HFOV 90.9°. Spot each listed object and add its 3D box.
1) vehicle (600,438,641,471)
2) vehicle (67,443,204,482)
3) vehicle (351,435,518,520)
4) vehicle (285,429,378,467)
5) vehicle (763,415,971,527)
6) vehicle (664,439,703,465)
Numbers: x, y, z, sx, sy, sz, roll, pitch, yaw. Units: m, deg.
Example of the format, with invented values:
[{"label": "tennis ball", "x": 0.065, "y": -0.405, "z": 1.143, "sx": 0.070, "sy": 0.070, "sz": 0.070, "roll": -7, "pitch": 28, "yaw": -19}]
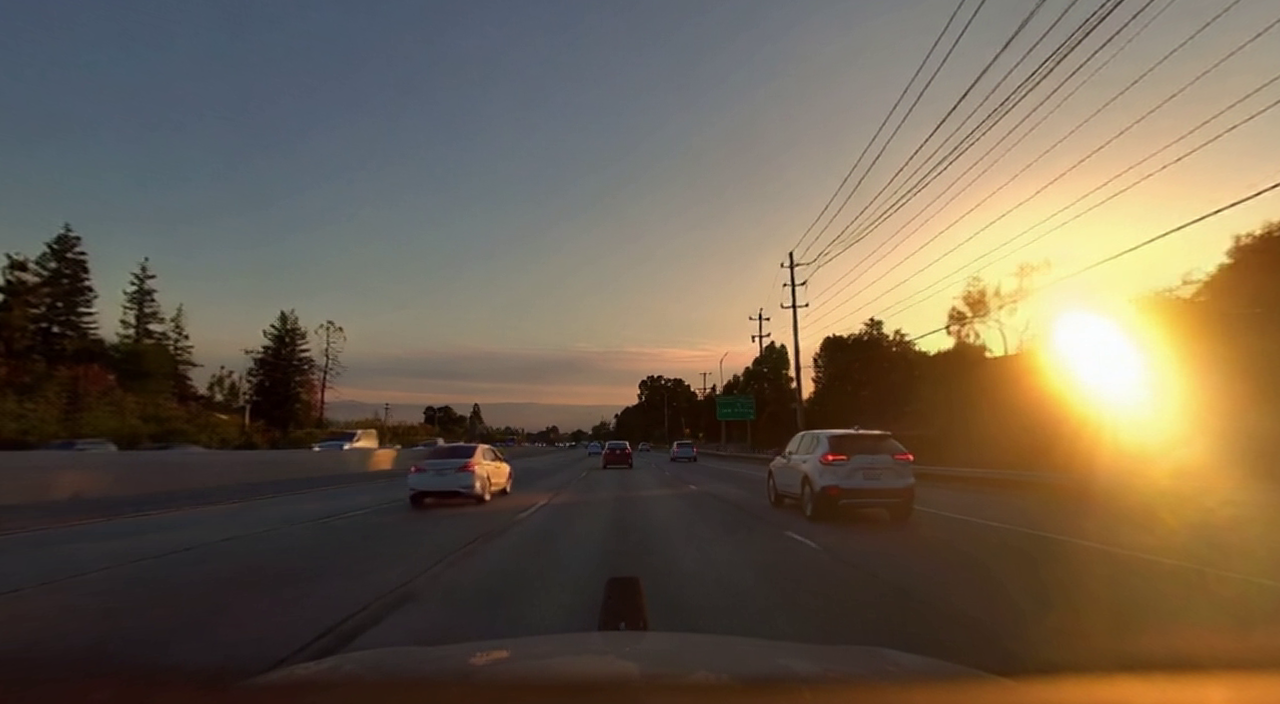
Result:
[{"label": "vehicle", "x": -1.132, "y": 5.844, "z": 36.241, "sx": 2.192, "sy": 1.769, "sz": 4.287, "roll": 0, "pitch": -8, "yaw": -2}, {"label": "vehicle", "x": -20.532, "y": 4.497, "z": 25.990, "sx": 1.914, "sy": 1.447, "sz": 4.553, "roll": 0, "pitch": -8, "yaw": -1}, {"label": "vehicle", "x": -4.386, "y": 2.762, "z": 14.559, "sx": 2.091, "sy": 1.562, "sz": 5.220, "roll": 0, "pitch": -8, "yaw": 0}, {"label": "vehicle", "x": -16.945, "y": 5.328, "z": 35.104, "sx": 2.305, "sy": 1.901, "sz": 5.934, "roll": 0, "pitch": -8, "yaw": -2}, {"label": "vehicle", "x": 4.040, "y": 2.221, "z": 12.320, "sx": 2.102, "sy": 1.723, "sz": 4.745, "roll": 0, "pitch": -8, "yaw": -3}, {"label": "vehicle", "x": 2.954, "y": 6.955, "z": 43.981, "sx": 2.099, "sy": 1.720, "sz": 4.829, "roll": 0, "pitch": -8, "yaw": -4}]
